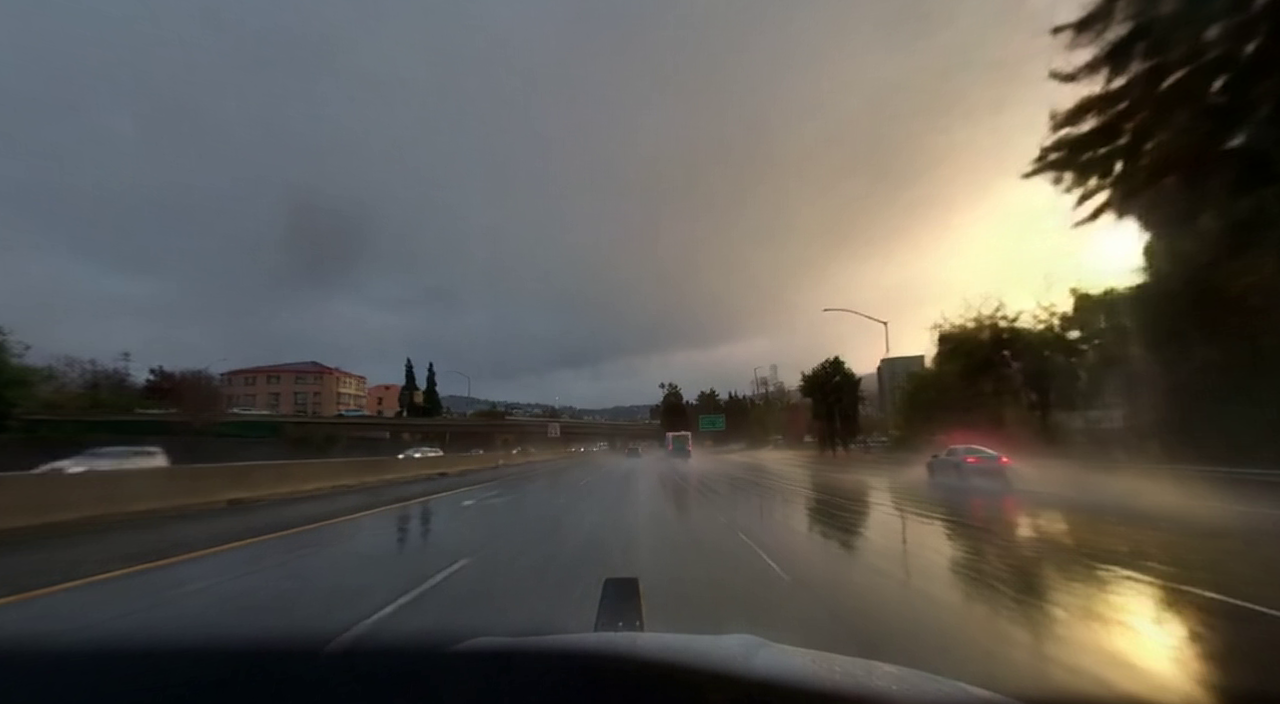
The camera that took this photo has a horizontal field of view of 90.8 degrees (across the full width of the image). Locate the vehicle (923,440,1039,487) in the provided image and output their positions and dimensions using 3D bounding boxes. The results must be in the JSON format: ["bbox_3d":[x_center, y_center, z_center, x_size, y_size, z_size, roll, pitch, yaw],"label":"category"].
[{"bbox_3d":[12.177,3.996,22.916,1.878,1.509,4.327,-1,-9,2],"label":"vehicle"}]

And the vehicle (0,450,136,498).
[{"bbox_3d":[-23.163,4.822,25.460,1.986,1.724,4.400,0,-9,0],"label":"vehicle"}]
